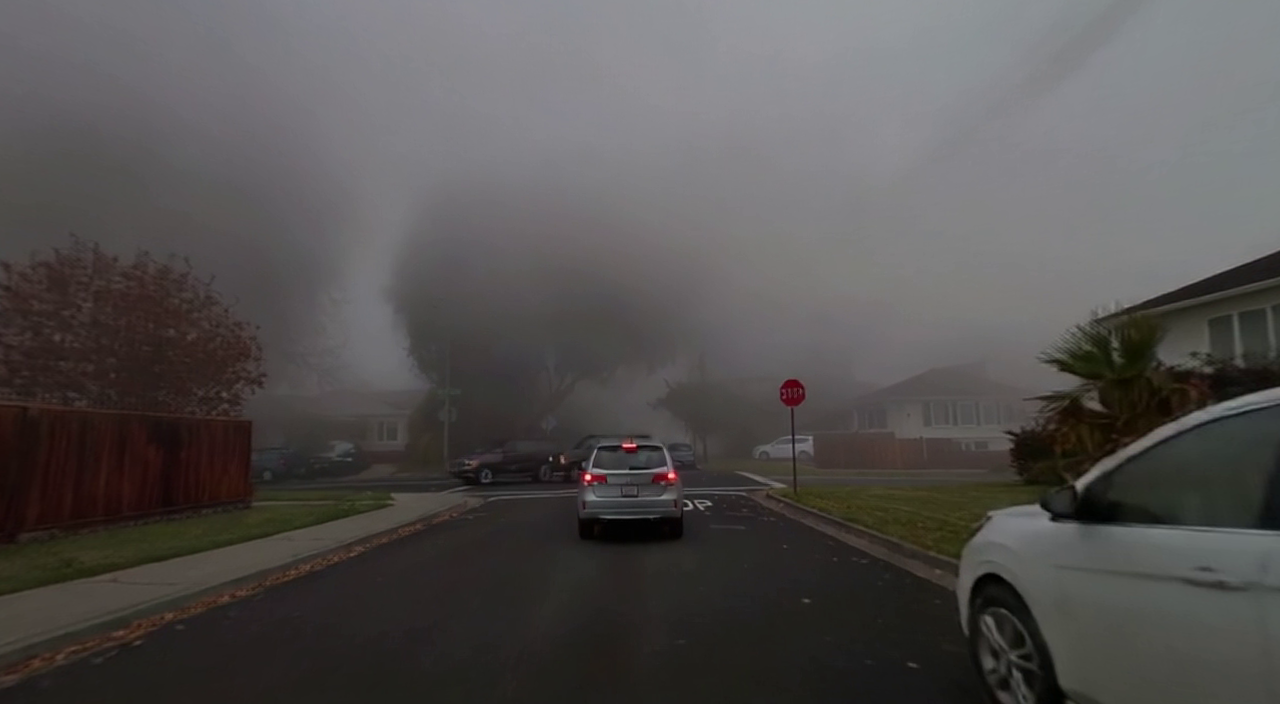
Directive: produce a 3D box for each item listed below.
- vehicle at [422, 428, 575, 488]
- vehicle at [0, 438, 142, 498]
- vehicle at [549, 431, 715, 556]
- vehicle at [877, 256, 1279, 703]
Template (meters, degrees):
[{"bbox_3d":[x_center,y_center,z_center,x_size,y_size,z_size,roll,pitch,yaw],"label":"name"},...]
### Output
[{"bbox_3d":[-5.656,4.118,24.670,6.308,2.057,2.353,-7,-11,38],"label":"vehicle"},{"bbox_3d":[-20.872,4.102,22.265,4.603,1.858,2.191,-3,-8,2],"label":"vehicle"},{"bbox_3d":[-0.100,2.051,9.771,2.010,1.499,4.107,0,-9,0],"label":"vehicle"},{"bbox_3d":[2.582,0.709,1.547,2.179,1.813,4.815,0,-9,1],"label":"vehicle"}]
